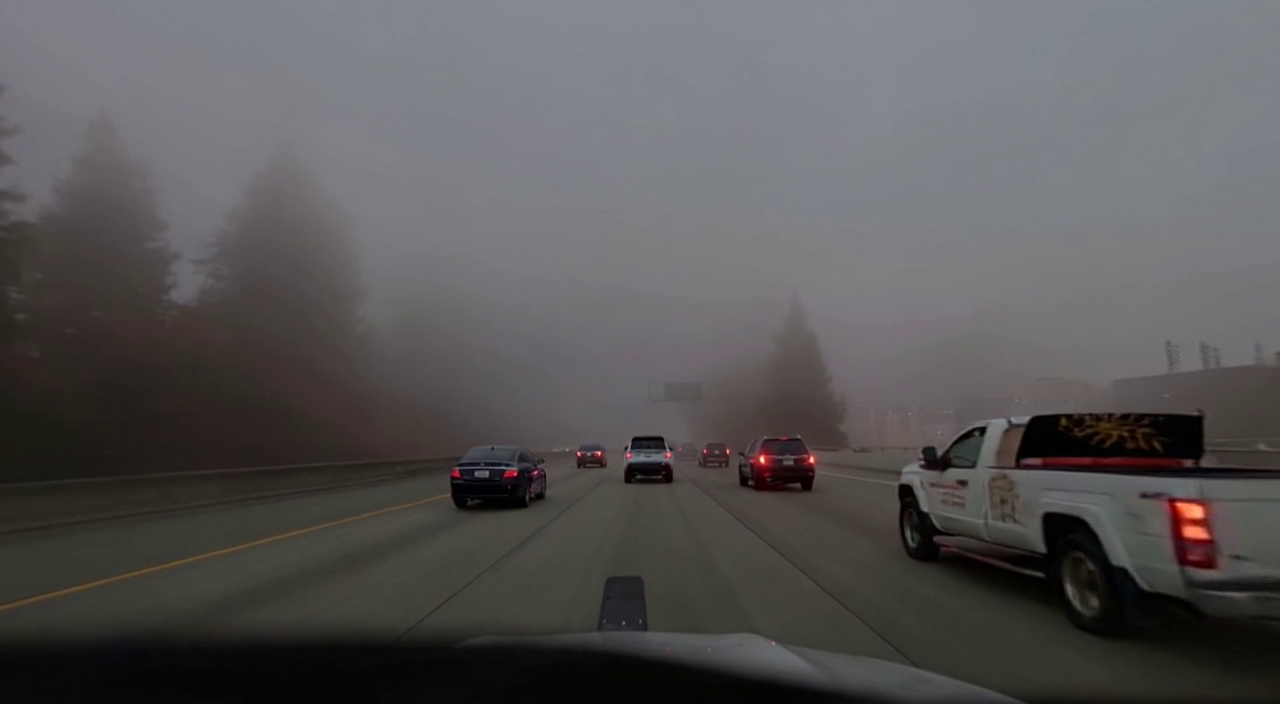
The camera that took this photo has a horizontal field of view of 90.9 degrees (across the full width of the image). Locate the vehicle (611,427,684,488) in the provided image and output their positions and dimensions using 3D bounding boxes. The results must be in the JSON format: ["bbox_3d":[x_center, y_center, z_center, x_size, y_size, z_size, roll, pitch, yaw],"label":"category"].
[{"bbox_3d":[0.235,3.490,21.185,2.153,1.805,4.631,-1,-8,0],"label":"vehicle"}]

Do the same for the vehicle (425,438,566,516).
[{"bbox_3d":[-3.048,2.750,14.523,1.965,1.443,4.968,-1,-8,1],"label":"vehicle"}]

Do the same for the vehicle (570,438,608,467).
[{"bbox_3d":[-3.225,6.431,40.520,1.951,1.694,4.188,-1,-8,2],"label":"vehicle"}]

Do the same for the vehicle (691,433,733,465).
[{"bbox_3d":[4.293,5.889,38.302,2.039,1.832,3.989,0,-8,0],"label":"vehicle"}]

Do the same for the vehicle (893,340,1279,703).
[{"bbox_3d":[3.889,1.087,4.713,2.156,1.701,4.494,-1,-8,1],"label":"vehicle"}]

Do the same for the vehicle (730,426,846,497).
[{"bbox_3d":[3.860,2.951,17.337,2.094,1.676,4.309,0,-8,0],"label":"vehicle"}]
